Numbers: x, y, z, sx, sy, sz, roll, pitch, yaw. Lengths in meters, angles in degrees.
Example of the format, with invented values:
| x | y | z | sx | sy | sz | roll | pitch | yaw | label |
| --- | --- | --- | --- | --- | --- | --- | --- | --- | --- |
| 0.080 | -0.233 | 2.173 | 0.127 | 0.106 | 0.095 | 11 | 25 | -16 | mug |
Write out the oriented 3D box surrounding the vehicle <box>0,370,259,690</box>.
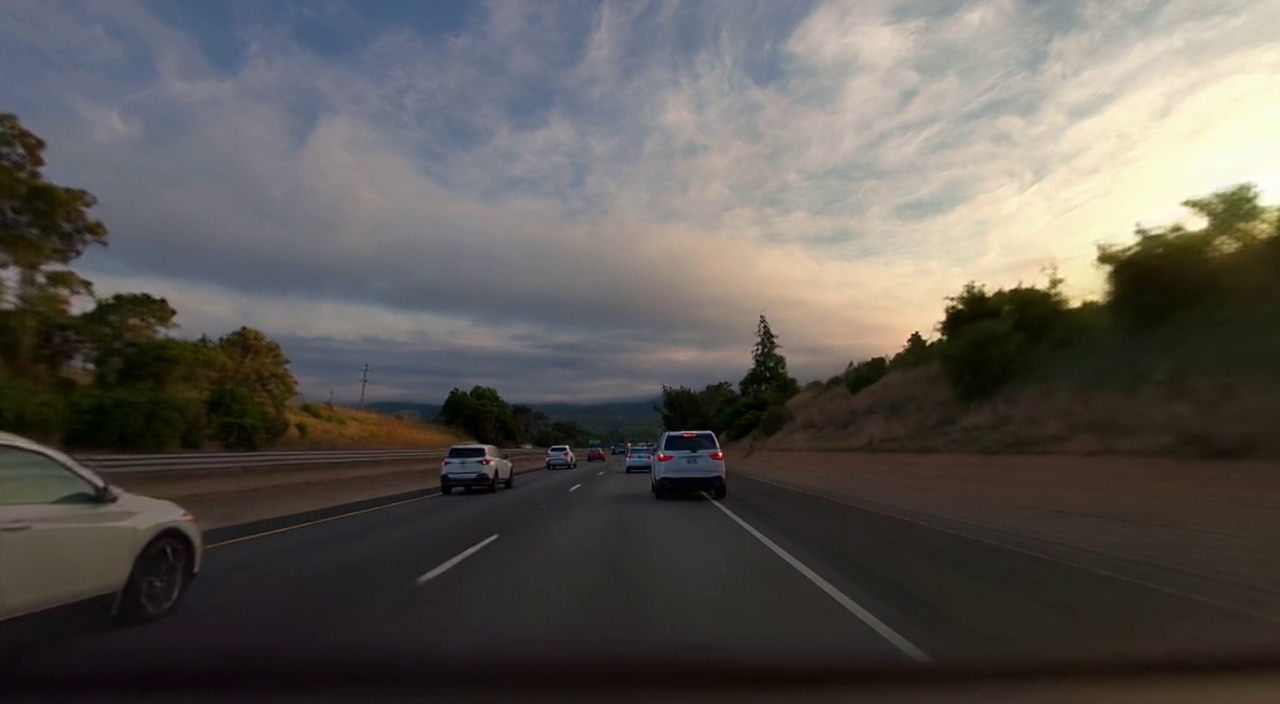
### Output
| x | y | z | sx | sy | sz | roll | pitch | yaw | label |
| --- | --- | --- | --- | --- | --- | --- | --- | --- | --- |
| -4.335 | 0.939 | 3.357 | 2.034 | 1.642 | 3.969 | 0 | -9 | 1 | vehicle |

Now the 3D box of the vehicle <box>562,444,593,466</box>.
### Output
| x | y | z | sx | sy | sz | roll | pitch | yaw | label |
| --- | --- | --- | --- | --- | --- | --- | --- | --- | --- |
| -4.526 | 7.524 | 46.152 | 1.855 | 1.527 | 4.209 | 0 | -9 | 0 | vehicle |

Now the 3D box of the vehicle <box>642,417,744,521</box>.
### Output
| x | y | z | sx | sy | sz | roll | pitch | yaw | label |
| --- | --- | --- | --- | --- | --- | --- | --- | --- | --- |
| 0.987 | 2.473 | 13.738 | 1.825 | 1.920 | 3.960 | 0 | -9 | 0 | vehicle |

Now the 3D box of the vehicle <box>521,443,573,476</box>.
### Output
| x | y | z | sx | sy | sz | roll | pitch | yaw | label |
| --- | --- | --- | --- | --- | --- | --- | --- | --- | --- |
| -4.450 | 5.191 | 30.680 | 1.867 | 1.489 | 3.829 | 0 | -9 | 1 | vehicle |

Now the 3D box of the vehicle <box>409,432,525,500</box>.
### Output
| x | y | z | sx | sy | sz | roll | pitch | yaw | label |
| --- | --- | --- | --- | --- | --- | --- | --- | --- | --- |
| -4.684 | 3.148 | 17.769 | 1.934 | 1.642 | 4.201 | 0 | -9 | 2 | vehicle |
